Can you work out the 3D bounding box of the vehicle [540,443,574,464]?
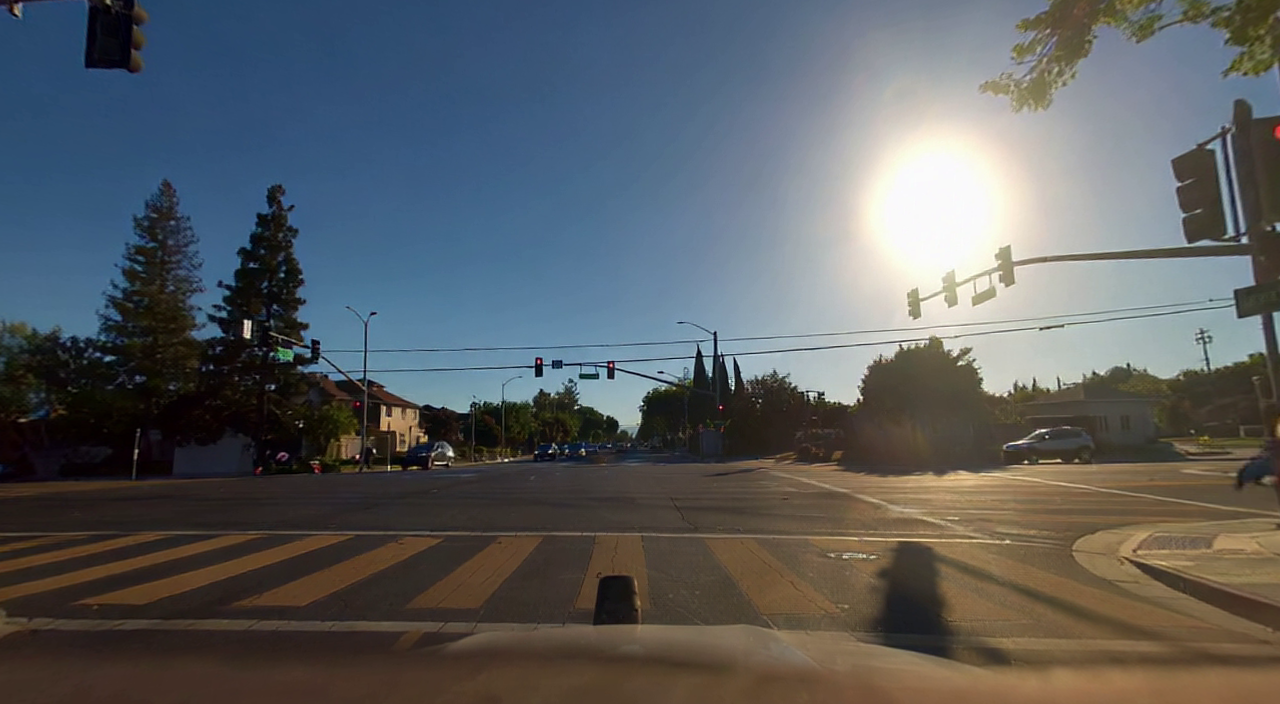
[{"bbox_3d":[-6.131,7.521,47.051,1.936,1.444,4.168,0,-8,0],"label":"vehicle"}]
